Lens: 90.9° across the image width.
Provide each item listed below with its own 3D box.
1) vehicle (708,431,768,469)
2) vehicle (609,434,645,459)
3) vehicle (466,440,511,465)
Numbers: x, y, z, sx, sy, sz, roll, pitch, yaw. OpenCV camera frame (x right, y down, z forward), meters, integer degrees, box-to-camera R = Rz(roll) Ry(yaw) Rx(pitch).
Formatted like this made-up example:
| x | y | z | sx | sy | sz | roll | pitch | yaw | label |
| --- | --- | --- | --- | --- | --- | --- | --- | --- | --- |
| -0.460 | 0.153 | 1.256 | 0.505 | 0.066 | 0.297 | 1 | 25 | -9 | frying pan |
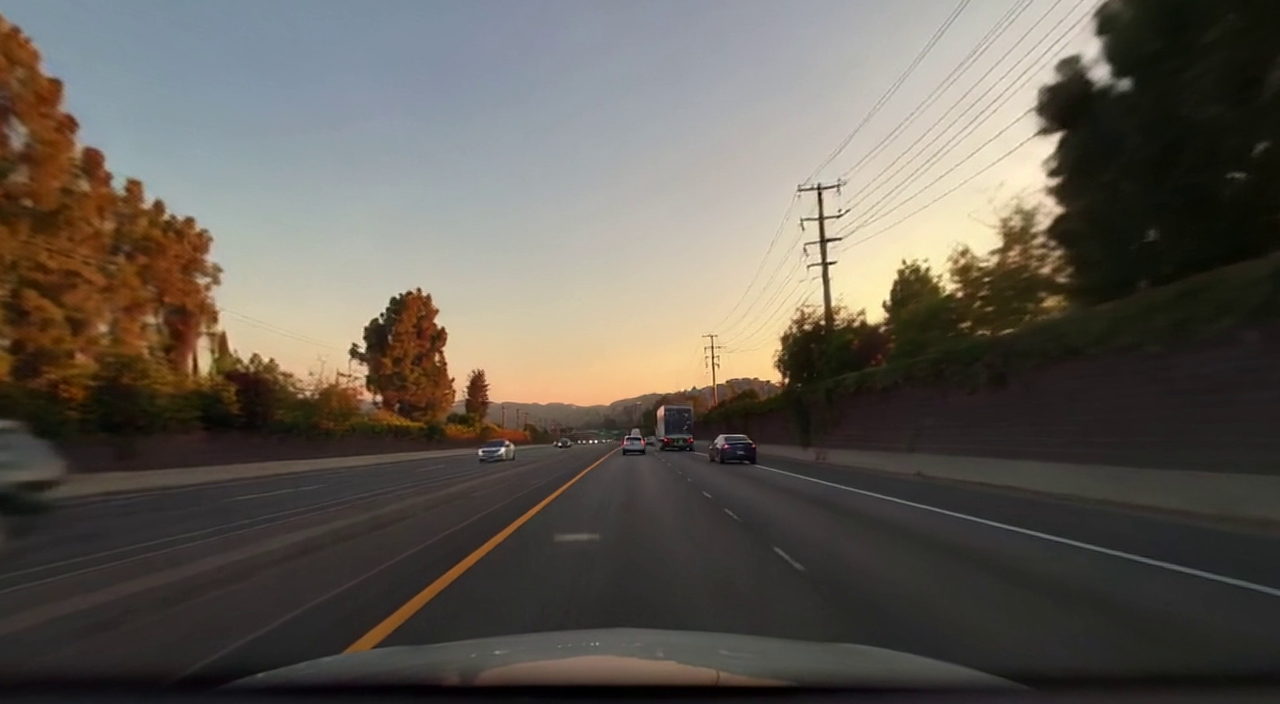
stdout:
| x | y | z | sx | sy | sz | roll | pitch | yaw | label |
| --- | --- | --- | --- | --- | --- | --- | --- | --- | --- |
| 4.266 | 4.301 | 28.020 | 1.930 | 1.573 | 3.853 | 0 | -8 | -2 | vehicle |
| -0.833 | 6.019 | 40.324 | 2.163 | 1.466 | 3.693 | 0 | -7 | -1 | vehicle |
| -9.451 | 6.278 | 39.675 | 1.820 | 1.451 | 4.375 | 0 | -8 | 0 | vehicle |
